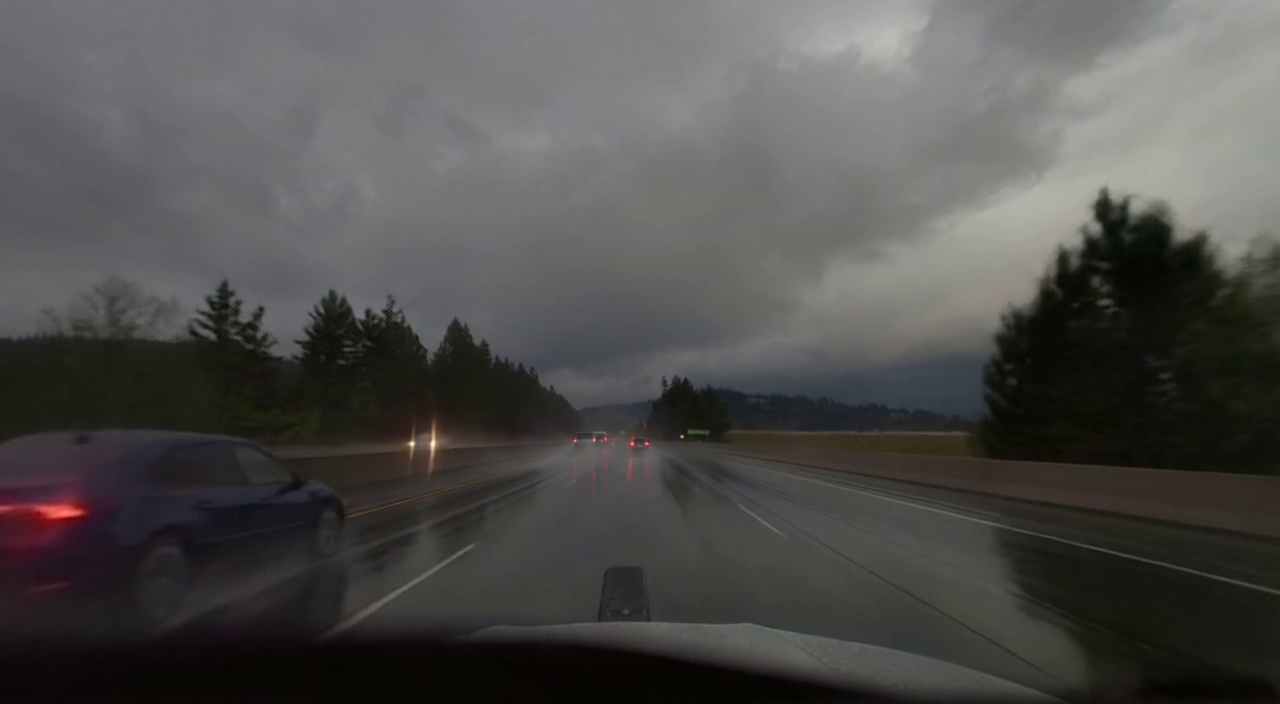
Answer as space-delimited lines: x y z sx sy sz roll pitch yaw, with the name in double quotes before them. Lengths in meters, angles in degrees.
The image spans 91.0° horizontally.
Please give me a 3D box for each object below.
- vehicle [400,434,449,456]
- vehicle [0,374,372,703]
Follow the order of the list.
"vehicle" -15.990 6.925 46.814 1.932 1.560 4.669 0 -8 1
"vehicle" -3.896 1.083 4.121 2.190 1.571 4.643 0 -8 1
